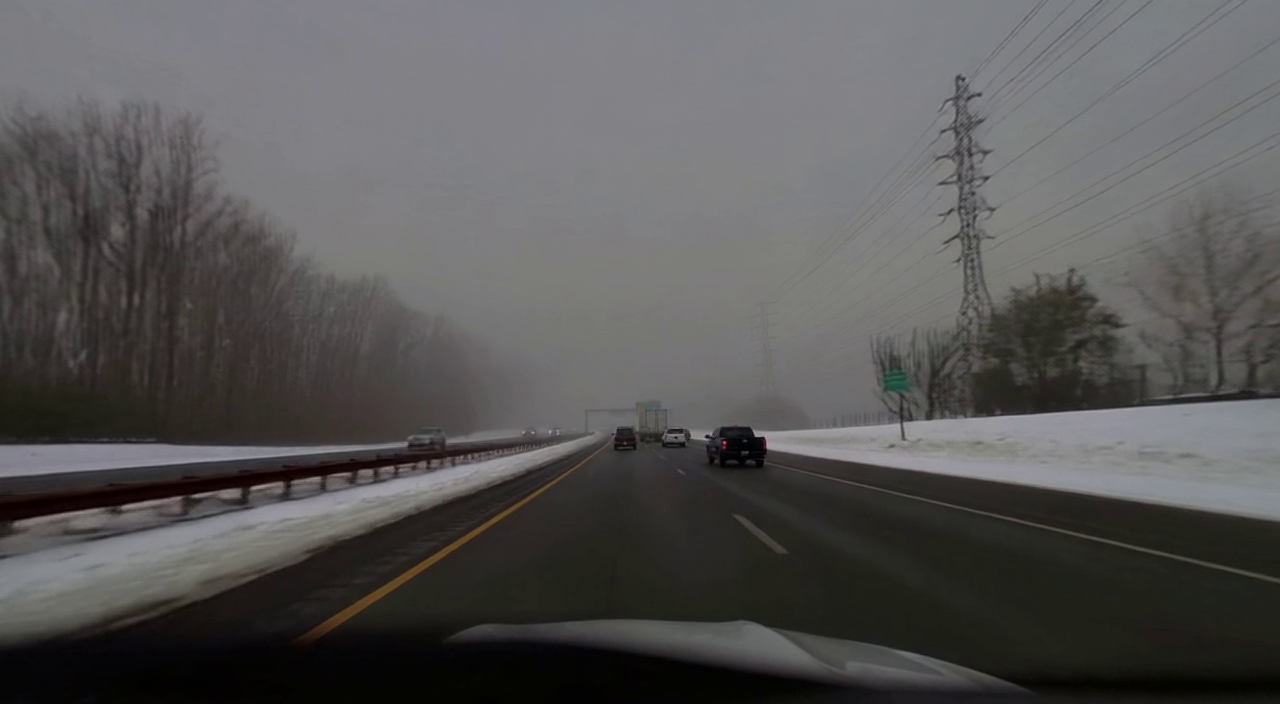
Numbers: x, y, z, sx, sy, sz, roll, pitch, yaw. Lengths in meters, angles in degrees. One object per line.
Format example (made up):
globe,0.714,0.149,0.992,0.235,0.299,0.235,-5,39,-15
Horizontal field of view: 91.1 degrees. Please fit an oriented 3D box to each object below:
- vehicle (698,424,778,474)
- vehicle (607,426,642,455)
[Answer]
vehicle,3.333,3.388,22.122,2.062,1.581,3.914,0,-8,-2
vehicle,-0.915,5.310,37.680,2.019,1.642,3.790,0,-8,-1
